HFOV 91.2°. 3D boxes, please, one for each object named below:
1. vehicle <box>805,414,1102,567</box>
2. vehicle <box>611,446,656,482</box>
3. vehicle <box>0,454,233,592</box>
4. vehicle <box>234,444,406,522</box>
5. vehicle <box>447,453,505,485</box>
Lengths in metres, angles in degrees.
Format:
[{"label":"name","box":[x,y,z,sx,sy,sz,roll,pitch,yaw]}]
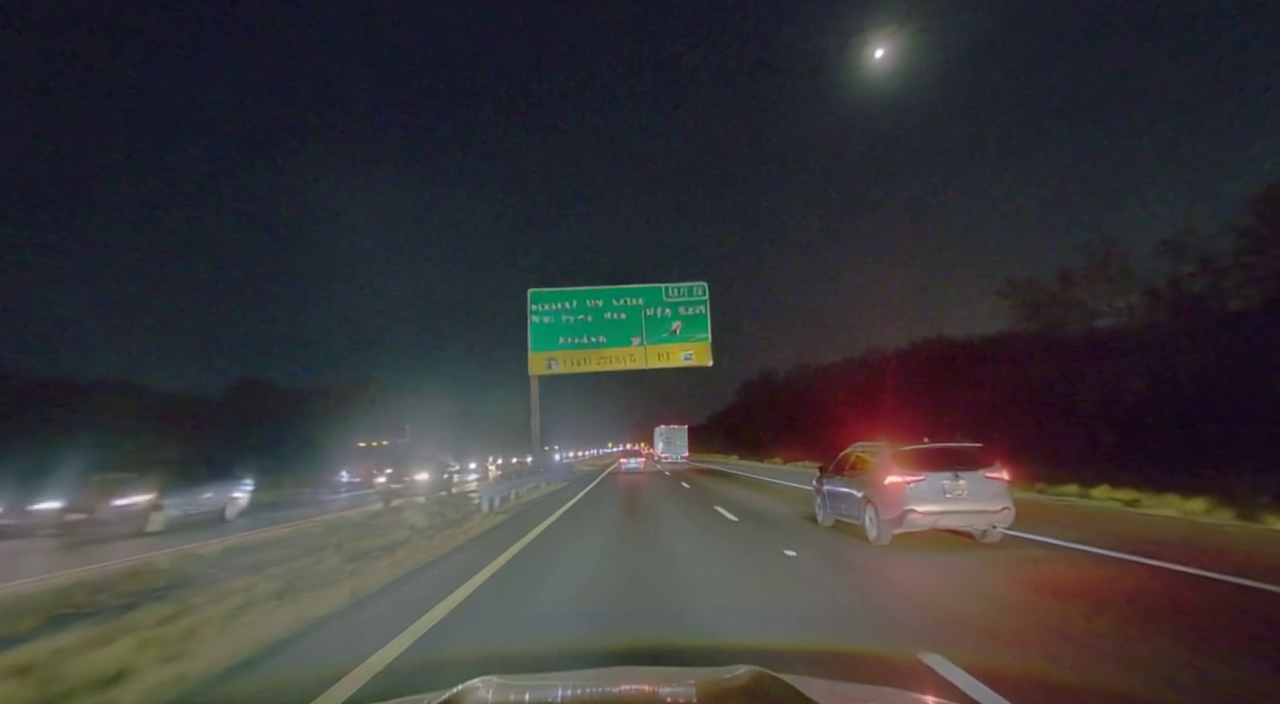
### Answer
[{"label":"vehicle","box":[4.083,1.877,9.216,2.077,1.673,4.267,0,-9,-1]},{"label":"vehicle","box":[-0.325,5.200,29.420,1.971,1.518,4.108,0,-9,-1]},{"label":"vehicle","box":[-8.008,2.248,8.992,1.795,1.493,3.786,0,-9,-1]},{"label":"vehicle","box":[-7.832,3.218,15.994,1.987,1.663,4.580,0,-9,0]},{"label":"vehicle","box":[-8.214,5.869,31.750,1.850,1.476,4.085,0,-9,-1]}]
